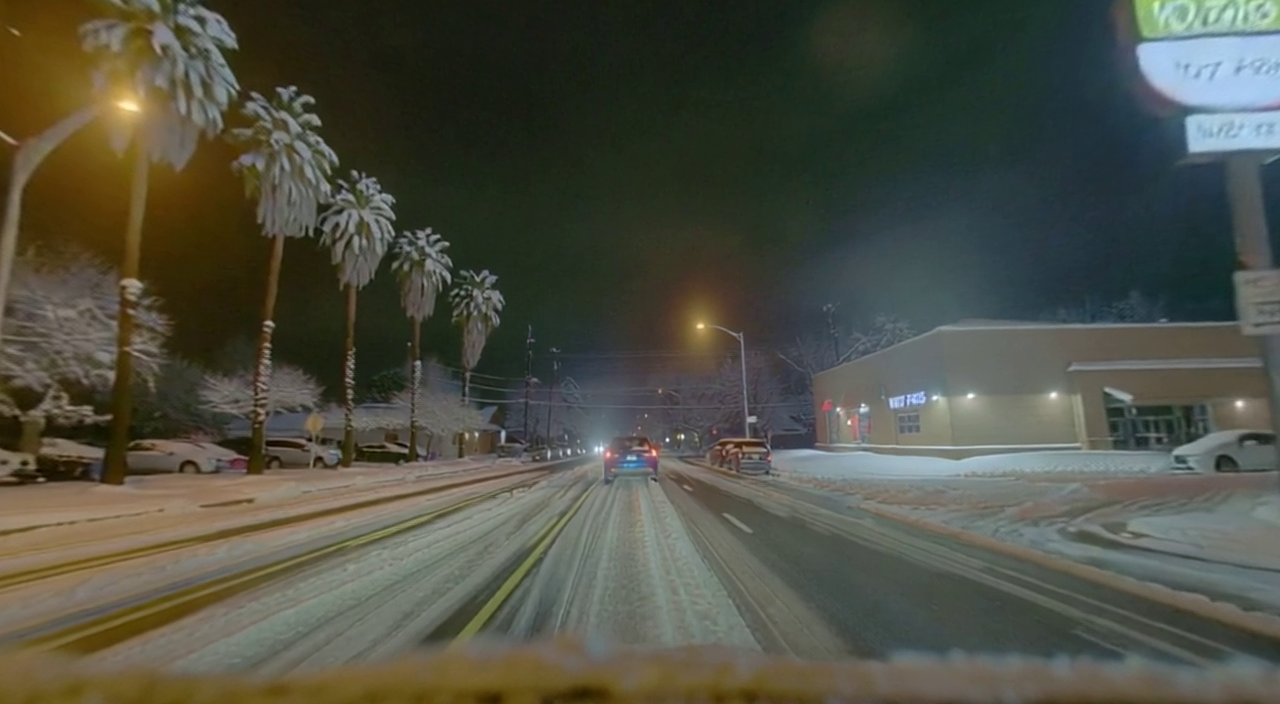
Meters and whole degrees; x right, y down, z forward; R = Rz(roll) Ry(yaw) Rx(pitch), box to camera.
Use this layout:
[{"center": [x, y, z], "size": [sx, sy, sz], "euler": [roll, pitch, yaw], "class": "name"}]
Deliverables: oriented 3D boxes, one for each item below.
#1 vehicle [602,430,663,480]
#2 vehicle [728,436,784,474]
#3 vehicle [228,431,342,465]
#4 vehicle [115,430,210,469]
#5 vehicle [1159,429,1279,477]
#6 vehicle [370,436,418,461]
[{"center": [-0.313, 4.145, 25.600], "size": [2.264, 1.798, 4.563], "euler": [0, -8, -1], "class": "vehicle"}, {"center": [5.844, 5.228, 32.276], "size": [1.945, 1.791, 4.460], "euler": [0, -8, 0], "class": "vehicle"}, {"center": [-19.176, 5.183, 34.156], "size": [4.976, 1.741, 1.986], "euler": [7, -11, -40], "class": "vehicle"}, {"center": [-22.144, 4.520, 29.415], "size": [1.860, 1.656, 4.483], "euler": [2, -8, -14], "class": "vehicle"}, {"center": [20.218, 3.276, 20.584], "size": [4.707, 1.461, 1.994], "euler": [0, -8, -2], "class": "vehicle"}, {"center": [-17.762, 6.991, 45.721], "size": [2.084, 1.678, 4.707], "euler": [1, -8, -7], "class": "vehicle"}]
